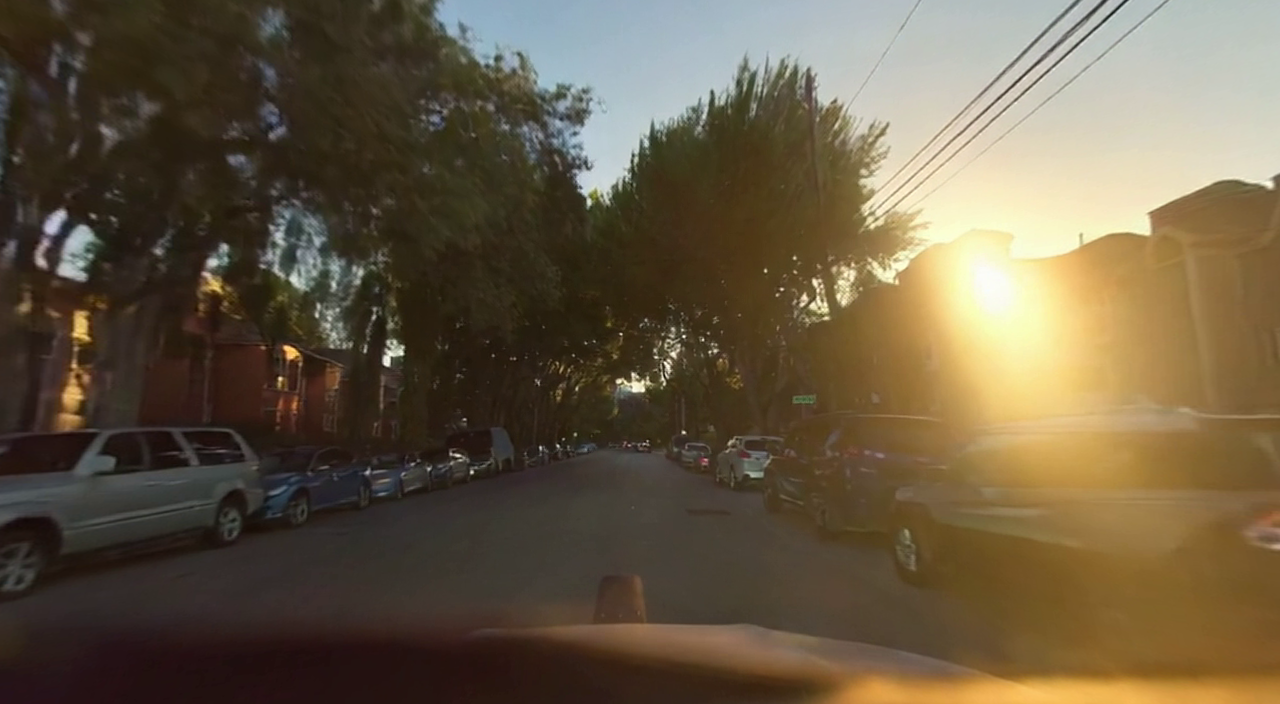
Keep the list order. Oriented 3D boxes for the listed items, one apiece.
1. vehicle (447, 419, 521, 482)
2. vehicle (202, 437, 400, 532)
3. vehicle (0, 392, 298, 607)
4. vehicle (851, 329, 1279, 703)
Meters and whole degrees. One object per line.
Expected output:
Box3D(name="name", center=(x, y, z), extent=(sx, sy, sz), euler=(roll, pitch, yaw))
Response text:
Box3D(name="vehicle", center=(-7.544, 4.851, 31.154), extent=(2.294, 2.707, 6.199), euler=(-2, -9, -2))
Box3D(name="vehicle", center=(-7.232, 2.826, 14.124), extent=(1.978, 1.721, 4.589), euler=(-1, -9, -2))
Box3D(name="vehicle", center=(-7.330, 1.861, 8.391), extent=(2.205, 2.051, 6.109), euler=(-3, -9, -1))
Box3D(name="vehicle", center=(3.895, 1.206, 5.451), extent=(2.214, 1.885, 5.268), euler=(0, -8, -1))
